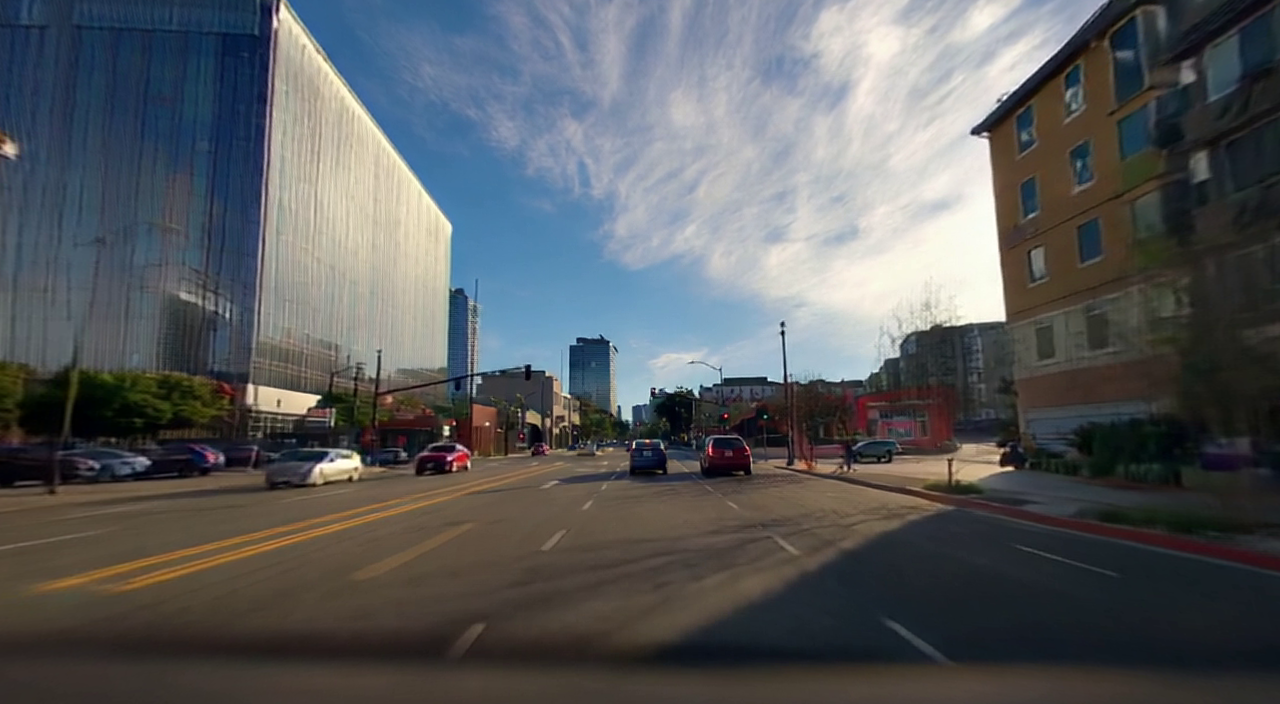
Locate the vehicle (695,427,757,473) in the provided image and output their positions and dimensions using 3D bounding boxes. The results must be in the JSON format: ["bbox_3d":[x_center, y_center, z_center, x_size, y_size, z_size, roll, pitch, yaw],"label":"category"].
[{"bbox_3d":[3.926,4.593,29.572,2.159,1.938,4.836,0,-9,-1],"label":"vehicle"}]

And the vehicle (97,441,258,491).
[{"bbox_3d":[-20.076,4.947,27.566,5.223,2.060,2.247,0,-9,1],"label":"vehicle"}]

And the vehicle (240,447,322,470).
[{"bbox_3d":[-25.515,7.571,44.899,4.499,1.503,2.151,1,-8,-6],"label":"vehicle"}]

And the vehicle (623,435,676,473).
[{"bbox_3d":[0.405,4.620,28.698,2.245,1.587,4.094,0,-9,0],"label":"vehicle"}]

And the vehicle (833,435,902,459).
[{"bbox_3d":[17.641,7.386,48.948,4.556,1.693,2.030,1,-9,-1],"label":"vehicle"}]

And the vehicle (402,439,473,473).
[{"bbox_3d":[-10.718,5.535,33.750,2.232,1.669,4.354,0,-9,1],"label":"vehicle"}]

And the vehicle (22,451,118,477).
[{"bbox_3d":[-37.944,7.444,42.060,4.234,1.573,2.229,-1,-9,0],"label":"vehicle"}]
